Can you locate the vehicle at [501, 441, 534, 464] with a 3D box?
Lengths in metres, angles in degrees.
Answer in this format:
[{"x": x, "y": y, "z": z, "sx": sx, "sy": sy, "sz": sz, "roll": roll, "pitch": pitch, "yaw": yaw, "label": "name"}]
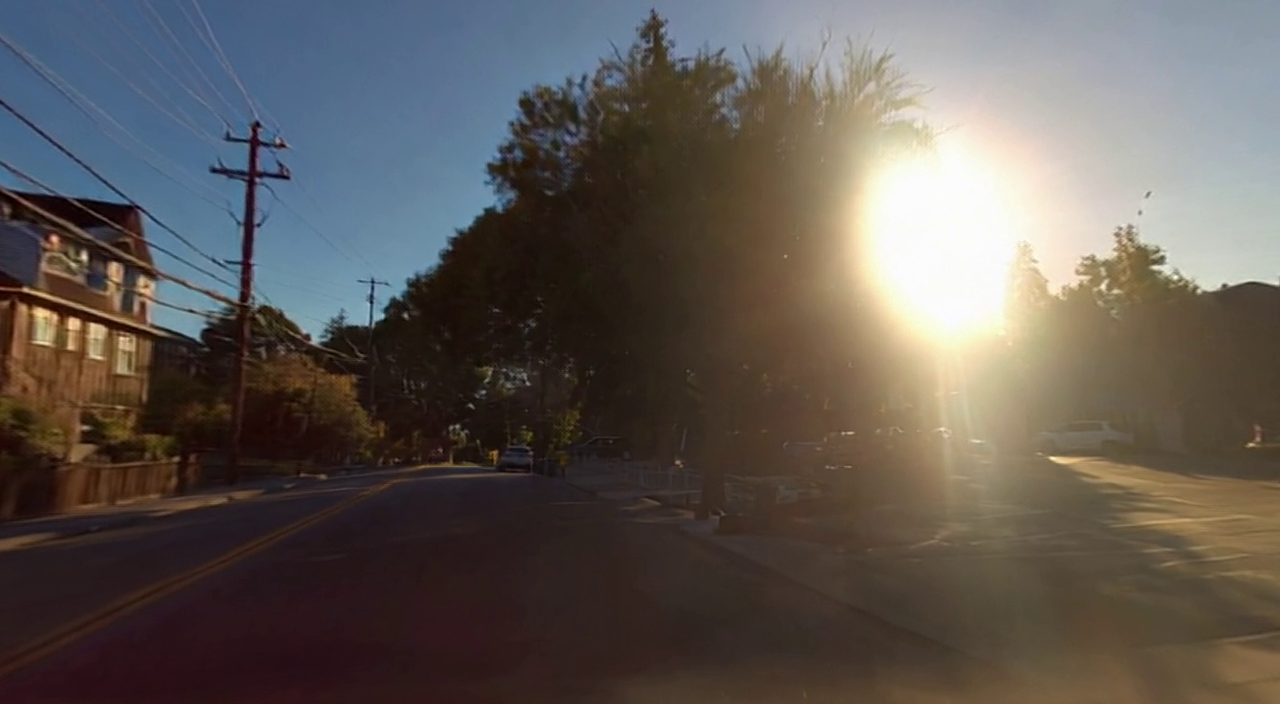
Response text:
[{"x": -8.409, "y": 6.835, "z": 43.146, "sx": 1.941, "sy": 1.460, "sz": 4.206, "roll": 2, "pitch": -9, "yaw": -14, "label": "vehicle"}]
